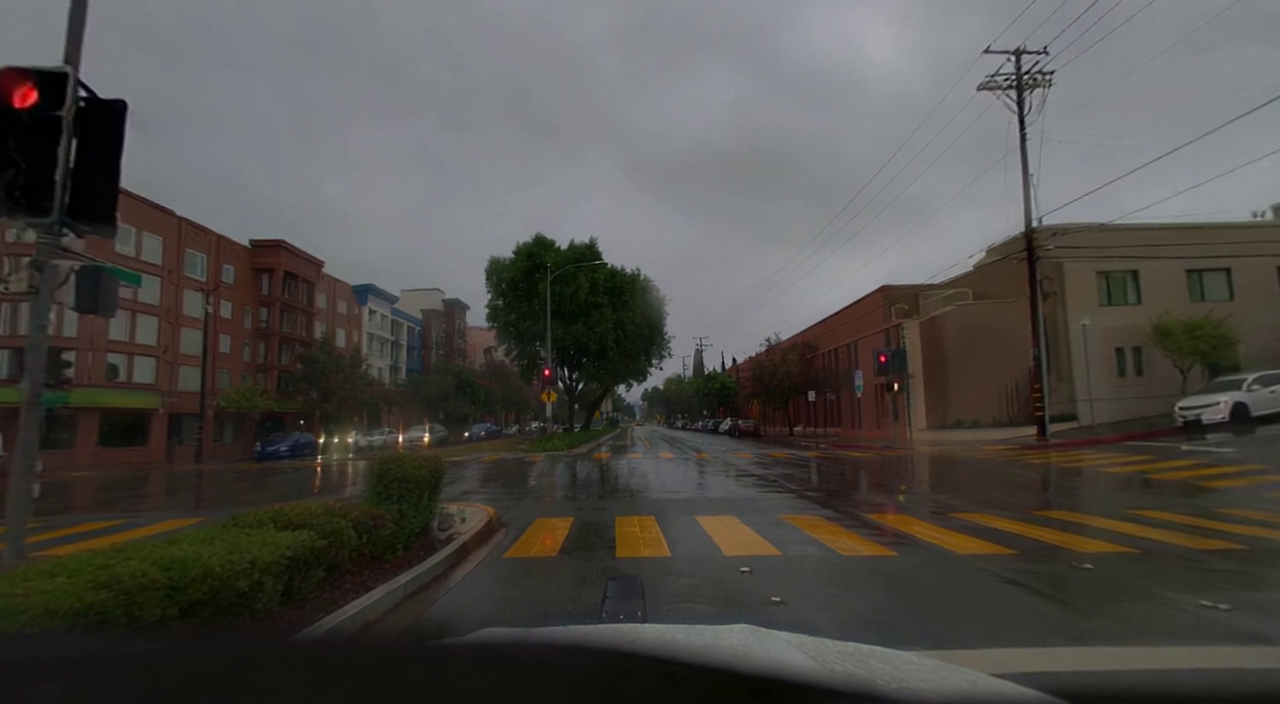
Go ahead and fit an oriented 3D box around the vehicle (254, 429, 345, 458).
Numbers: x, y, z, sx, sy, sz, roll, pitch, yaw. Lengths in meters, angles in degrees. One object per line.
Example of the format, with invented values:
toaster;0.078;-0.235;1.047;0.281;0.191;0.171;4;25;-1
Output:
vehicle;-18.083;4.932;33.877;1.939;1.430;5.533;0;-9;-2

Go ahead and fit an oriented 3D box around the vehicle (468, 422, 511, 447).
vehicle;-11.633;6.474;49.098;2.118;1.809;4.591;0;-8;2

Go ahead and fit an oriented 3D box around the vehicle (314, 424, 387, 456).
vehicle;-18.288;5.618;40.210;2.225;1.871;5.189;0;-9;0

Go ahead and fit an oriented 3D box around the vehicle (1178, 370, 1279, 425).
vehicle;22.341;1.583;22.620;4.531;1.753;1.964;-2;-2;-5
